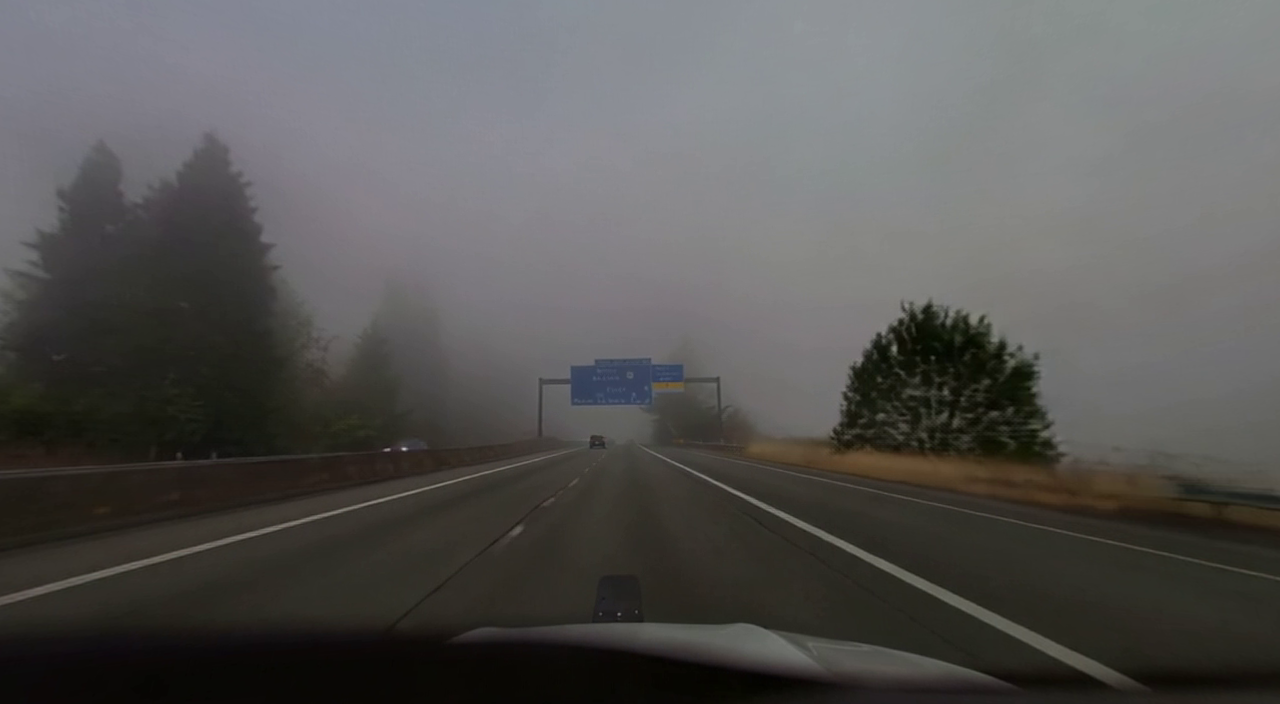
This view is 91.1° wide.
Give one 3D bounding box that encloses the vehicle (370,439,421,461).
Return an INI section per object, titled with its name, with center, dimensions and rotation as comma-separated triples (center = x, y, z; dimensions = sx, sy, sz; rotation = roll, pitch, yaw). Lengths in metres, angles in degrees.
[vehicle]
center = -17.473, 6.993, 45.168
dimensions = 1.985, 1.448, 4.191
rotation = 0, -8, 0
